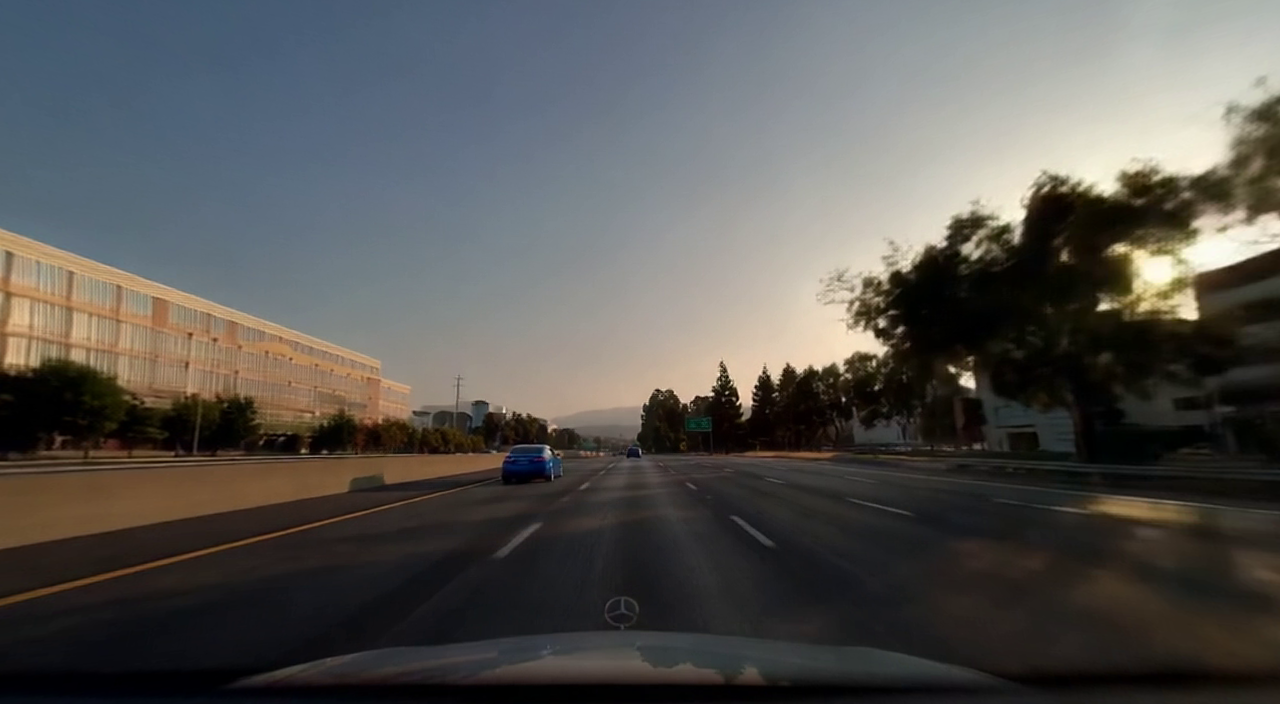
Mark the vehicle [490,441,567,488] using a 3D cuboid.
[{"bbox_3d":[-3.843,3.937,22.508,1.900,1.492,4.495,0,-9,0],"label":"vehicle"}]
